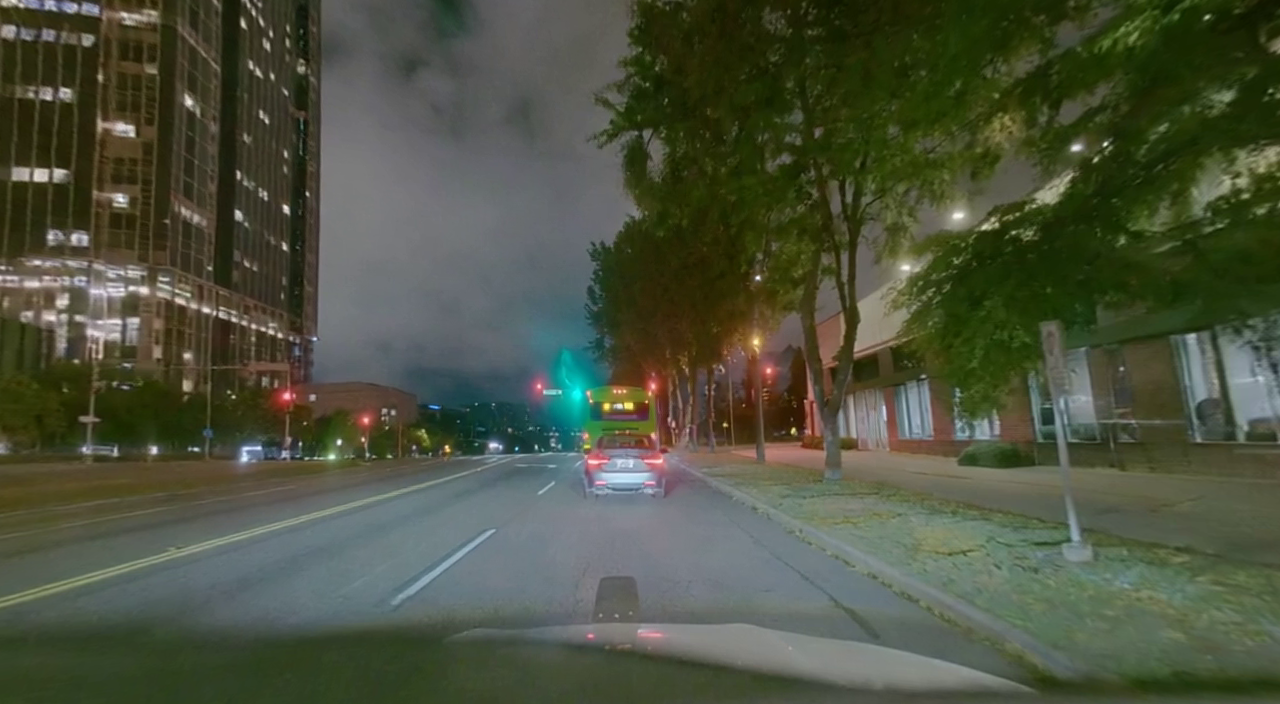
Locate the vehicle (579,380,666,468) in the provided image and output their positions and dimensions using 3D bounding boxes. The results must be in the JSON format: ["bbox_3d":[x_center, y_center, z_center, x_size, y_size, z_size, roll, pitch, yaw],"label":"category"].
[{"bbox_3d":[-0.374,3.453,29.104,2.900,3.182,12.613,0,-8,3],"label":"vehicle"}]

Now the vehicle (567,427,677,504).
[{"bbox_3d":[-0.385,2.410,13.887,2.064,1.452,3.942,0,-8,-1],"label":"vehicle"}]
